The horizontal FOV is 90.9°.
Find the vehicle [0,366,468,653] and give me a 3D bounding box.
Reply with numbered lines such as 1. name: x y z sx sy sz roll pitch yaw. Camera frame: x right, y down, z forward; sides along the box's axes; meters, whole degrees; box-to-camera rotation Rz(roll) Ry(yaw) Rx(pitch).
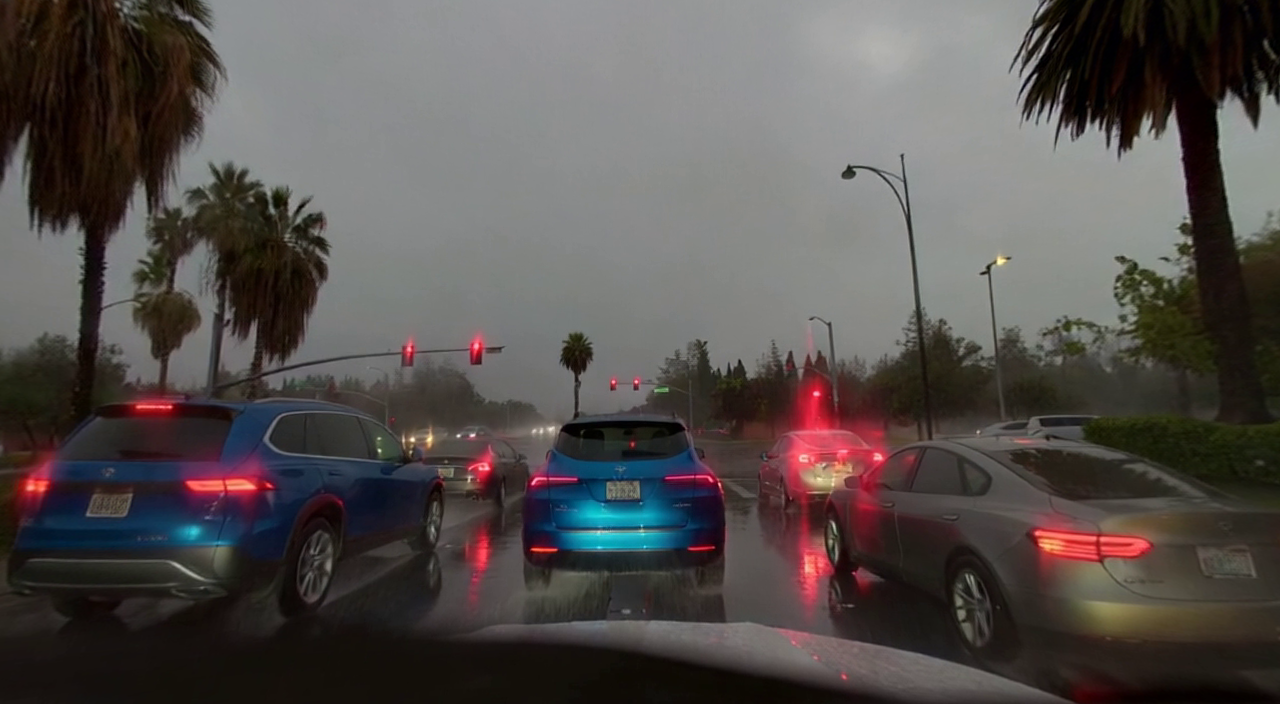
1. vehicle: -3.344 1.281 6.127 2.014 1.755 4.360 0 -8 1

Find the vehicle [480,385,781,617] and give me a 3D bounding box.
1. vehicle: -0.131 1.455 7.063 2.280 1.747 4.361 0 -8 -2

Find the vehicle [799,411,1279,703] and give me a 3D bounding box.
1. vehicle: 2.966 1.367 5.254 2.017 1.491 4.611 0 -8 -1
